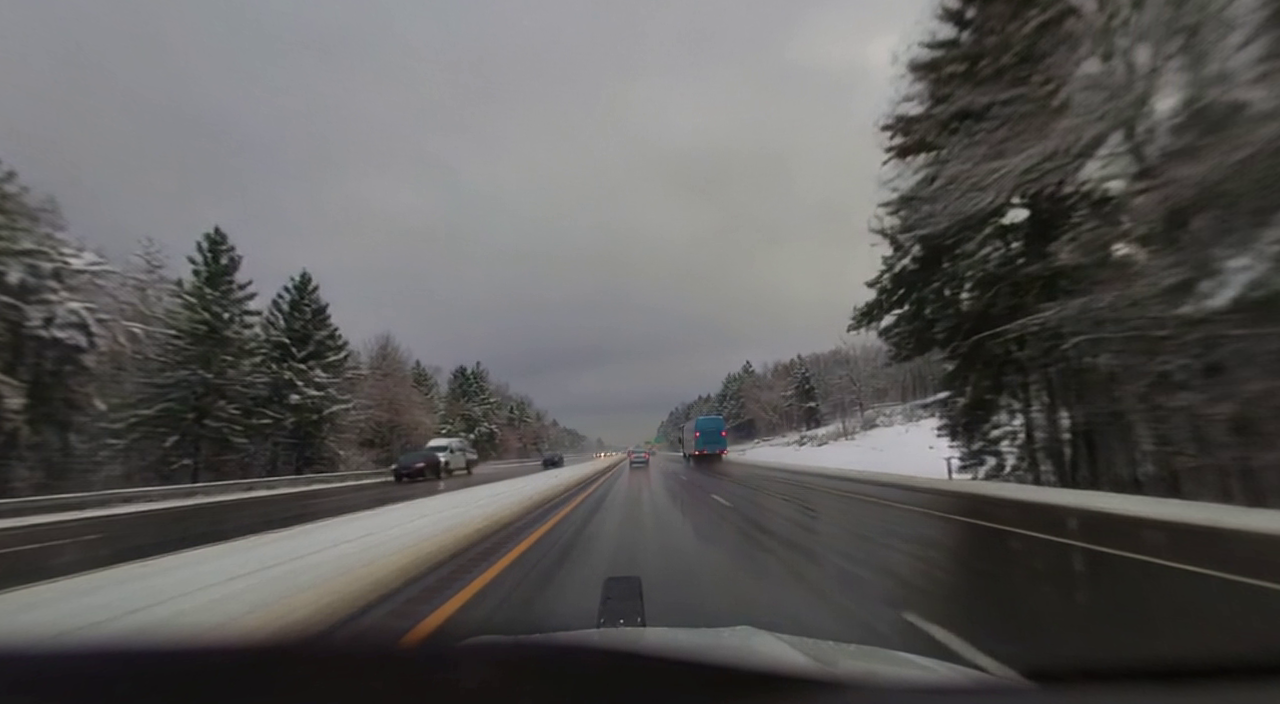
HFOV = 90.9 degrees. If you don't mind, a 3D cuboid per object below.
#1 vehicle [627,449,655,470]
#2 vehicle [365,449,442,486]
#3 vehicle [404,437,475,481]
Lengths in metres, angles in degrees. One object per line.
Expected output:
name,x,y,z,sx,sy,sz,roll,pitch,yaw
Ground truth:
vehicle,0.057,7.569,44.521,1.926,1.386,3.615,0,-9,0
vehicle,-12.413,6.061,33.436,2.232,1.817,4.723,0,-9,0
vehicle,-12.428,6.662,39.519,2.485,2.534,5.320,0,-9,2
